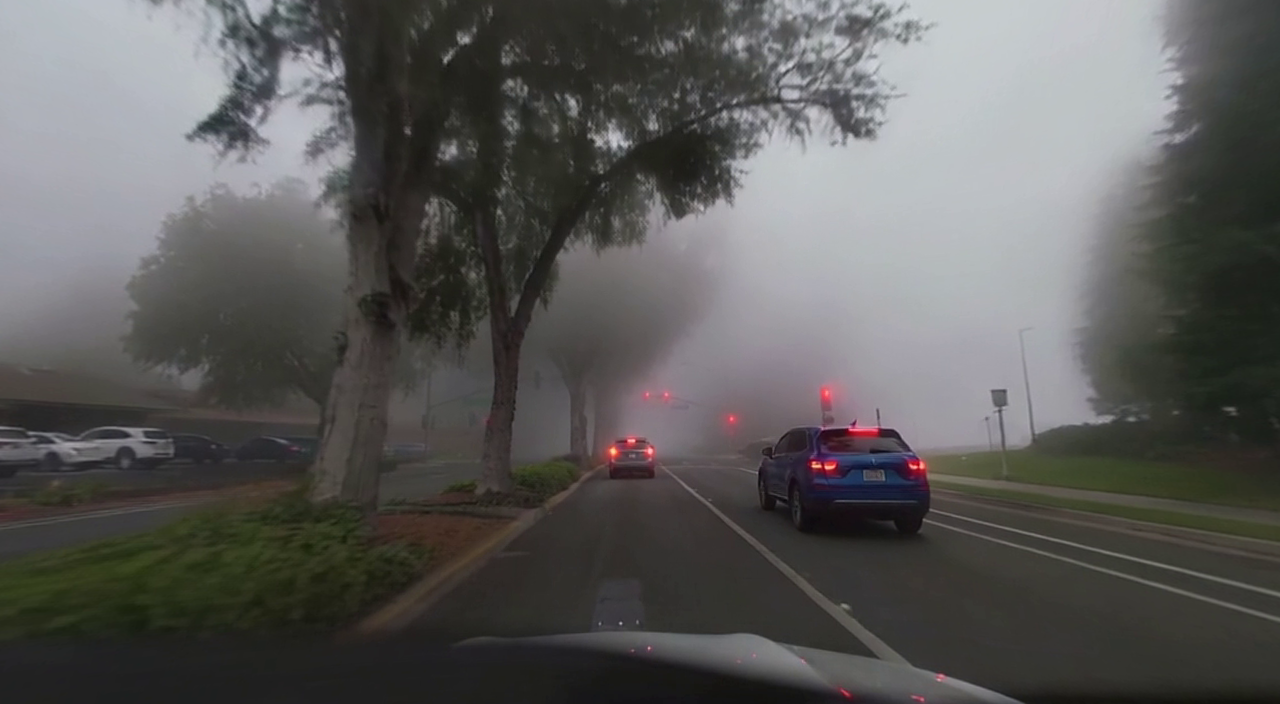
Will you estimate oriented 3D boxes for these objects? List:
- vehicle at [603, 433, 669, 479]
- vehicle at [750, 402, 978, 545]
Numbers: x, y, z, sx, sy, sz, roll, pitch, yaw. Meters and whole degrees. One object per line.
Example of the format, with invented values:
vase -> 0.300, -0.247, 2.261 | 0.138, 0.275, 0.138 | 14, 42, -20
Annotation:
vehicle -> -0.143, 3.771, 23.163 | 2.177, 1.512, 4.682 | 0, -8, 0
vehicle -> 3.172, 1.838, 10.114 | 2.046, 1.768, 4.370 | 0, -8, 0
